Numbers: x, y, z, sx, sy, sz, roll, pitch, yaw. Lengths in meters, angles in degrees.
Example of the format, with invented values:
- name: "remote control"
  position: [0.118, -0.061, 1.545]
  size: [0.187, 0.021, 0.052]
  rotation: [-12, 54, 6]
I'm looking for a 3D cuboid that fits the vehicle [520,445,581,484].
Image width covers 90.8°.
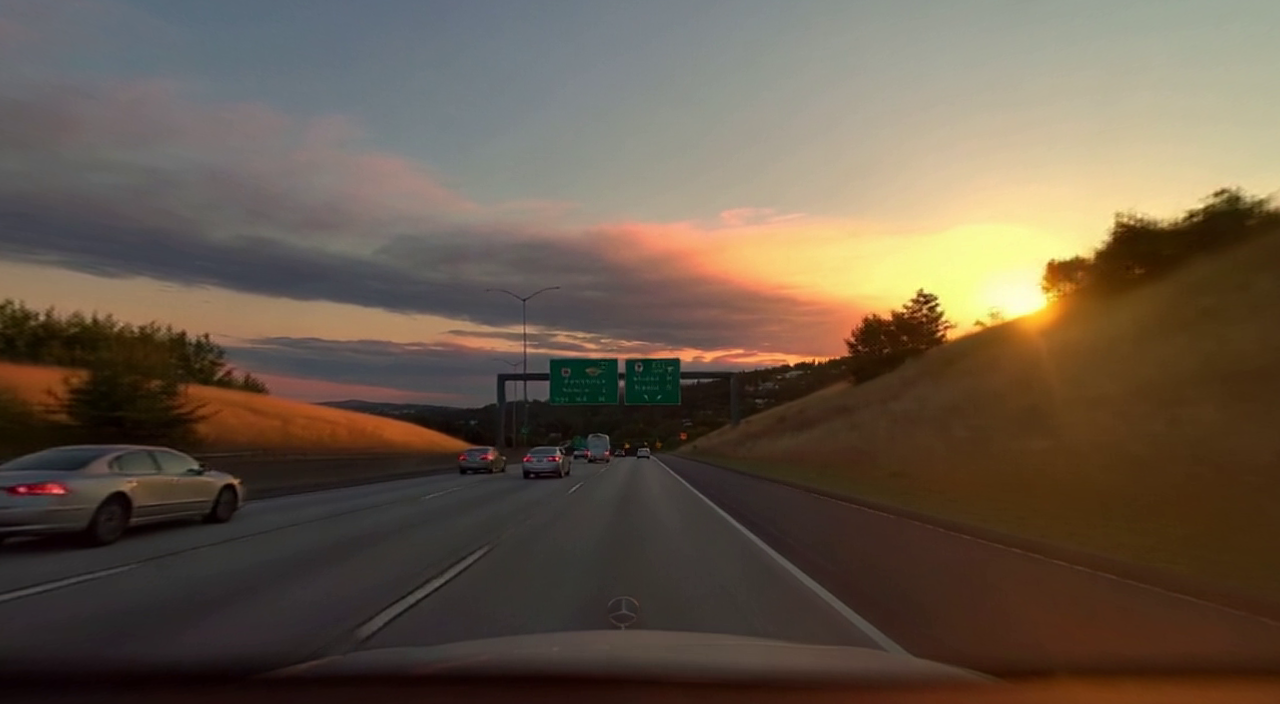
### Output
- name: "vehicle"
  position: [-3.538, 4.528, 25.546]
  size: [1.924, 1.436, 3.915]
  rotation: [0, -9, 0]

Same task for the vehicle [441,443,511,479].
- name: "vehicle"
  position: [-7.506, 5.047, 29.401]
  size: [2.091, 1.558, 4.220]
  rotation: [0, -9, 1]

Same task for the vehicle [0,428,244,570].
- name: "vehicle"
  position: [-7.855, 1.838, 8.448]
  size: [2.009, 1.500, 4.741]
  rotation: [0, -9, 0]
